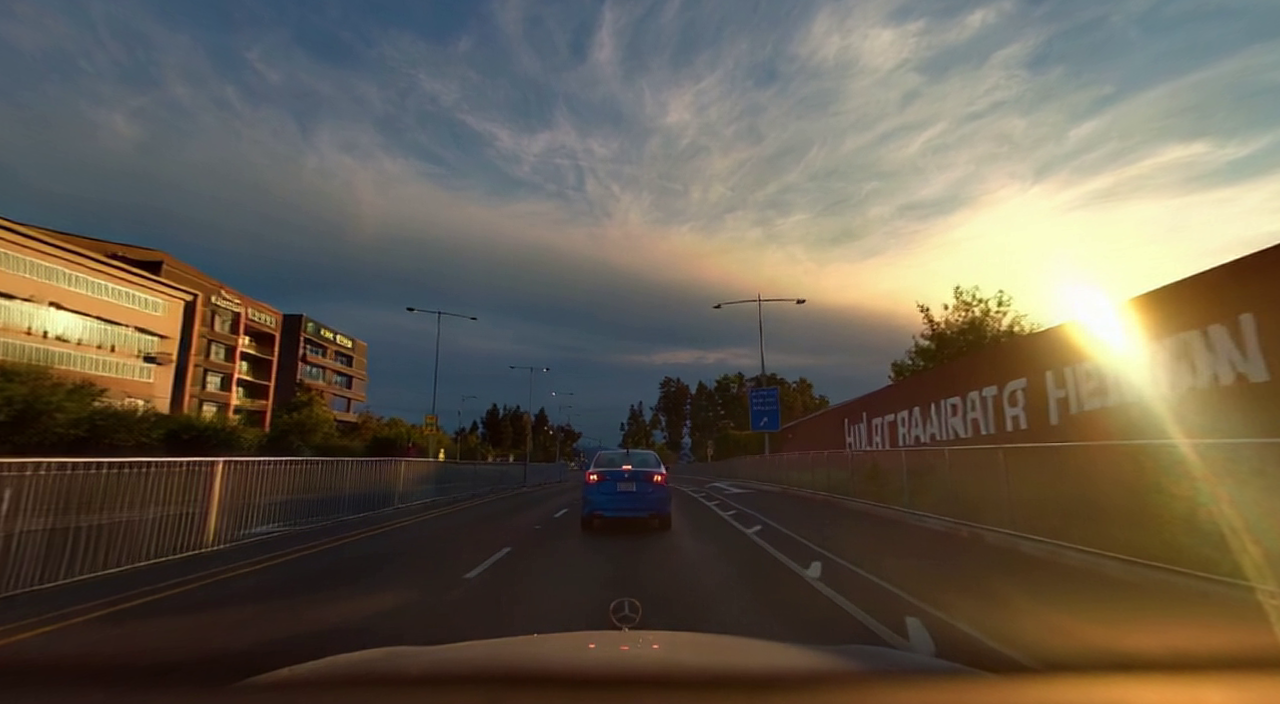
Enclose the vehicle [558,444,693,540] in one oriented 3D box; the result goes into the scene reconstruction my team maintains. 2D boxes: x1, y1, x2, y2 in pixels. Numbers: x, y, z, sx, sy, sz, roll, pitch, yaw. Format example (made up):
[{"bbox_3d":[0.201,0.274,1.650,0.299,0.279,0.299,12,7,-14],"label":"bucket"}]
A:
[{"bbox_3d":[-0.227,2.465,11.715,2.063,1.442,3.933,0,-9,0],"label":"vehicle"}]
